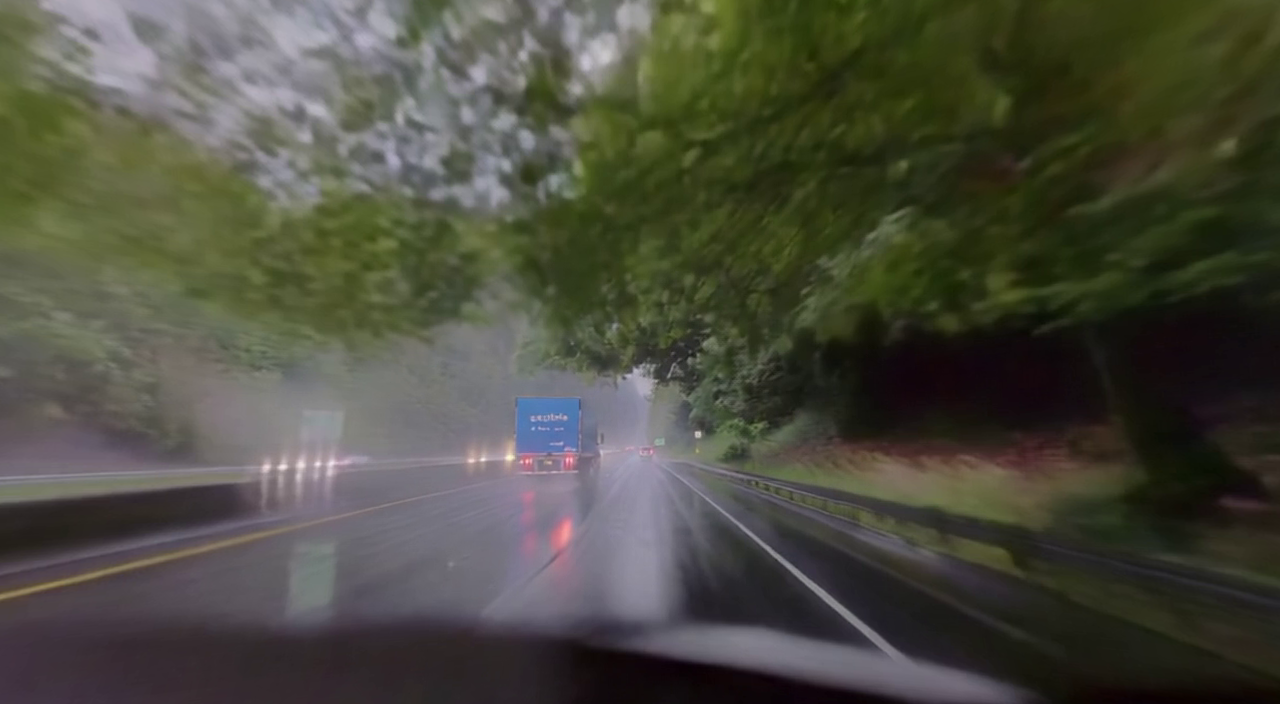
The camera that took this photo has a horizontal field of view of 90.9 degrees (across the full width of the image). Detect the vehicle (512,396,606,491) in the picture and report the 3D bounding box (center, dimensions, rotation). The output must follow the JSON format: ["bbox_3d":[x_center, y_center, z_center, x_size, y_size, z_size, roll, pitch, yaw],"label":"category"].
[{"bbox_3d":[-2.906,3.584,24.660,2.695,3.151,6.885,0,-9,0],"label":"vehicle"}]
